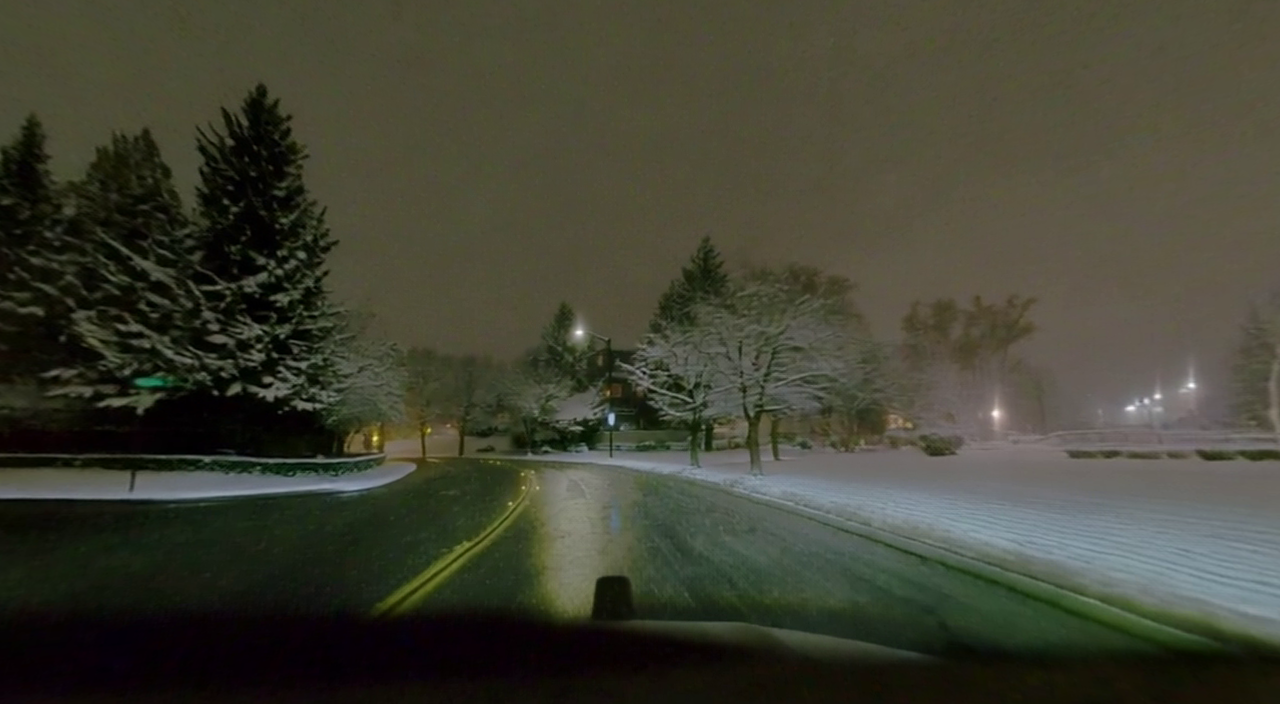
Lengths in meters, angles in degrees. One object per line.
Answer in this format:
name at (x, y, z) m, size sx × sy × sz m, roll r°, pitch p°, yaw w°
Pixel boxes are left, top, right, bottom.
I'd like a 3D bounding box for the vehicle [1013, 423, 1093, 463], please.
vehicle at (29.691, 6.558, 45.589) m, size 2.572 × 2.692 × 3.848 m, roll 3°, pitch -9°, yaw -21°
